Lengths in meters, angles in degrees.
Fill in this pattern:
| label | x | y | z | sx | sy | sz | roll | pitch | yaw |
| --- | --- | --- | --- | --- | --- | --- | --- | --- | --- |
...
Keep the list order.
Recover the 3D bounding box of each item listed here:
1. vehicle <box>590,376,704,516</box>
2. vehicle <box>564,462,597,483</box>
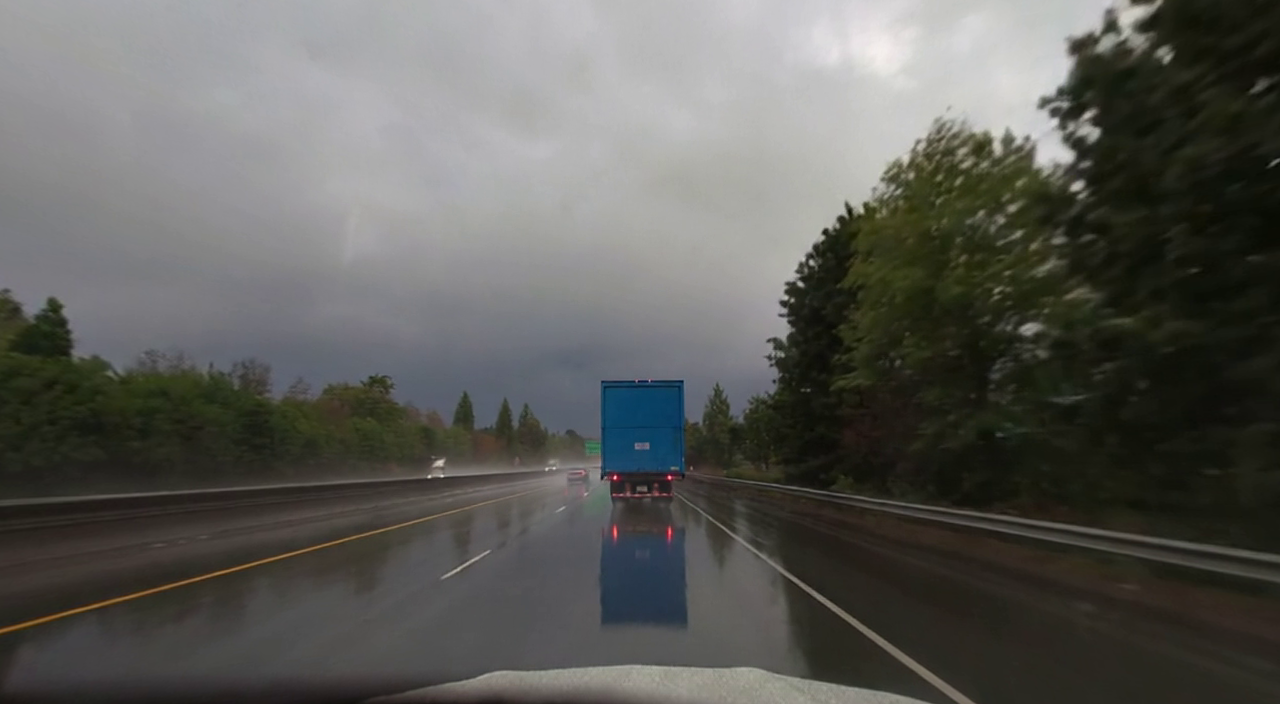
| label | x | y | z | sx | sy | sz | roll | pitch | yaw |
| --- | --- | --- | --- | --- | --- | --- | --- | --- | --- |
| vehicle | 0.043 | 3.354 | 21.590 | 3.008 | 3.678 | 9.512 | 1 | -10 | -2 |
| vehicle | -4.540 | 9.365 | 48.926 | 2.104 | 1.536 | 4.599 | 1 | -10 | 0 |
